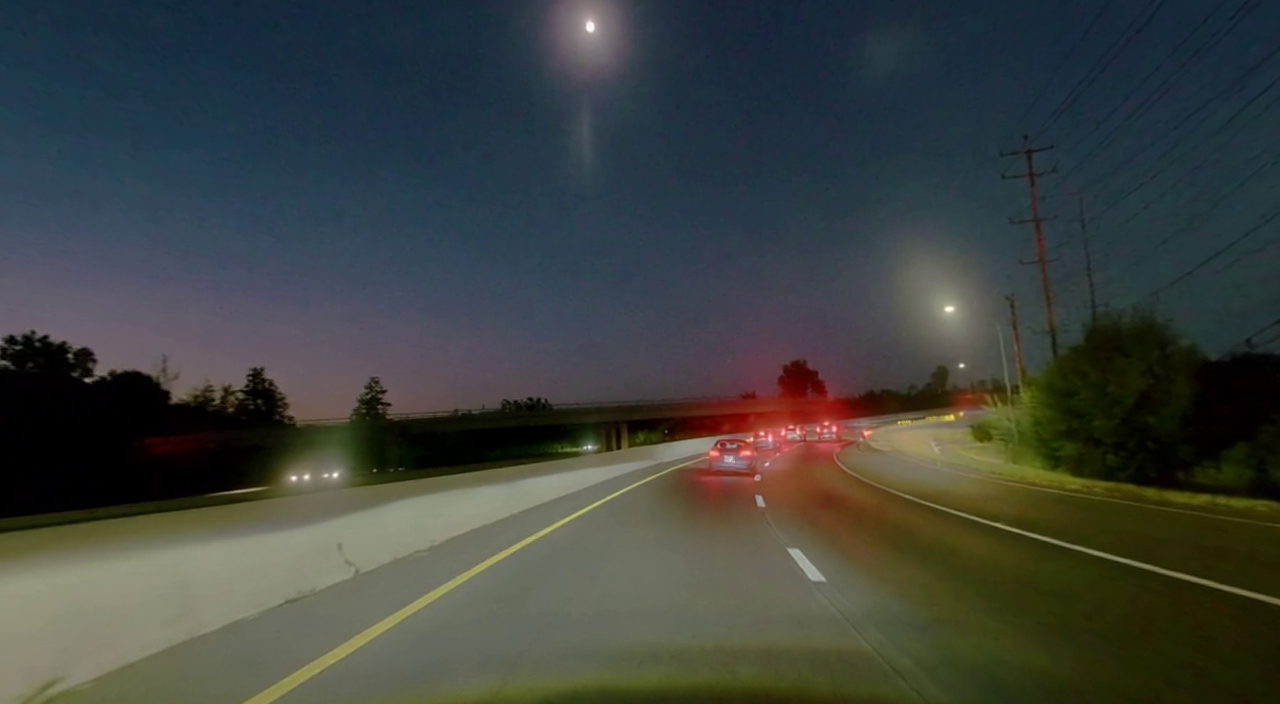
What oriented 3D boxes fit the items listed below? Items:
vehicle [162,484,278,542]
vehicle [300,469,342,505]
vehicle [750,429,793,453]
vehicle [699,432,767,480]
[{"bbox_3d":[-13.905,5.290,21.126,1.781,1.443,3.939,1,-8,-11],"label":"vehicle"},{"bbox_3d":[-17.196,7.227,33.992,1.879,1.449,4.002,-2,-7,-26],"label":"vehicle"},{"bbox_3d":[8.635,5.853,41.165,2.078,1.474,4.165,-3,-9,20],"label":"vehicle"},{"bbox_3d":[3.356,3.604,22.048,2.091,1.482,4.321,-2,-8,11],"label":"vehicle"}]
